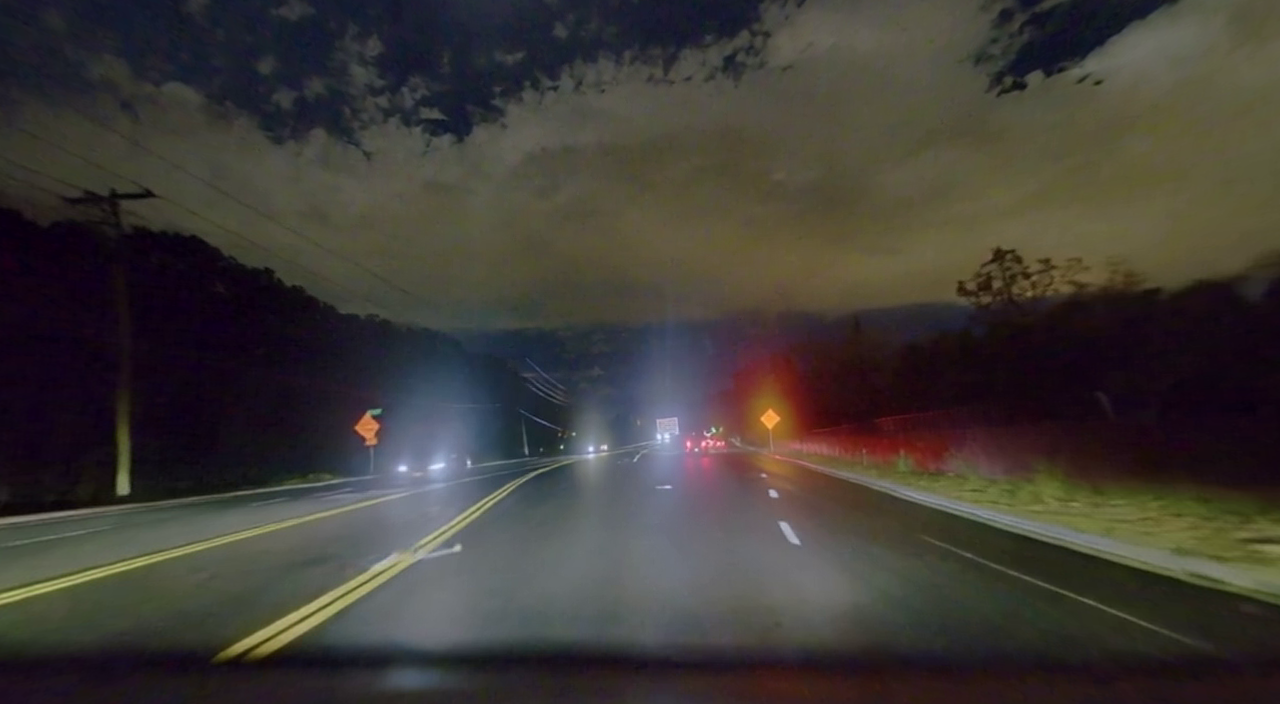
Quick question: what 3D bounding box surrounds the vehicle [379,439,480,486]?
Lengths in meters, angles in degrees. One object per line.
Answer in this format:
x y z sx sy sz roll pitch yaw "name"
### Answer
-7.257 3.847 22.304 1.909 1.467 4.579 -1 -9 1 "vehicle"
